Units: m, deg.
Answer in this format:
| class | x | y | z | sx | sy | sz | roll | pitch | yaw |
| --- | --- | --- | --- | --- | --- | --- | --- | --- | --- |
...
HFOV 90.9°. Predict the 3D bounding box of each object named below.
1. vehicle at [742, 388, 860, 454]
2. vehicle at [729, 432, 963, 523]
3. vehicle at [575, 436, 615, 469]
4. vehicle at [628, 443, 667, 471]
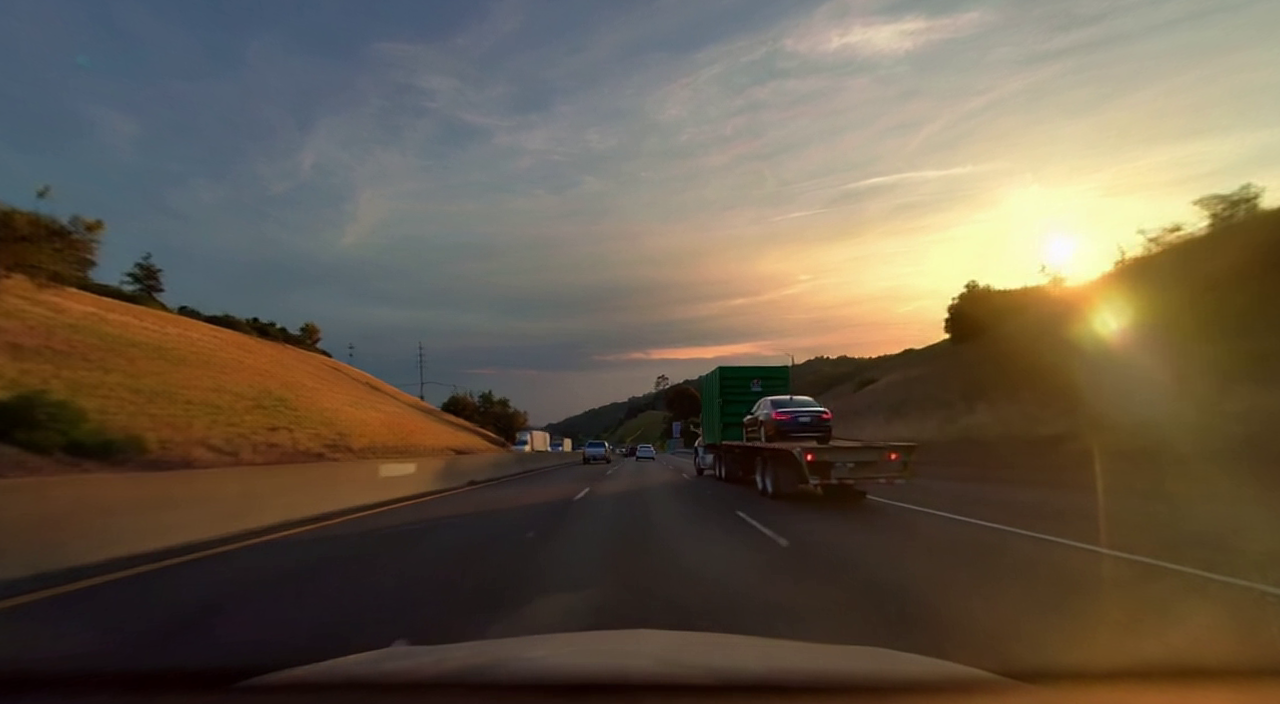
| class | x | y | z | sx | sy | sz | roll | pitch | yaw |
| --- | --- | --- | --- | --- | --- | --- | --- | --- | --- |
| vehicle | 4.144 | 1.962 | 17.021 | 1.968 | 1.547 | 4.215 | 0 | -9 | -2 |
| vehicle | 4.271 | 2.936 | 15.793 | 2.654 | 1.574 | 9.537 | 0 | -9 | 0 |
| vehicle | -2.848 | 6.503 | 40.886 | 2.142 | 2.044 | 4.446 | 0 | -9 | 2 |
| vehicle | 0.438 | 5.919 | 35.608 | 2.086 | 1.497 | 3.681 | 0 | -9 | 1 |
